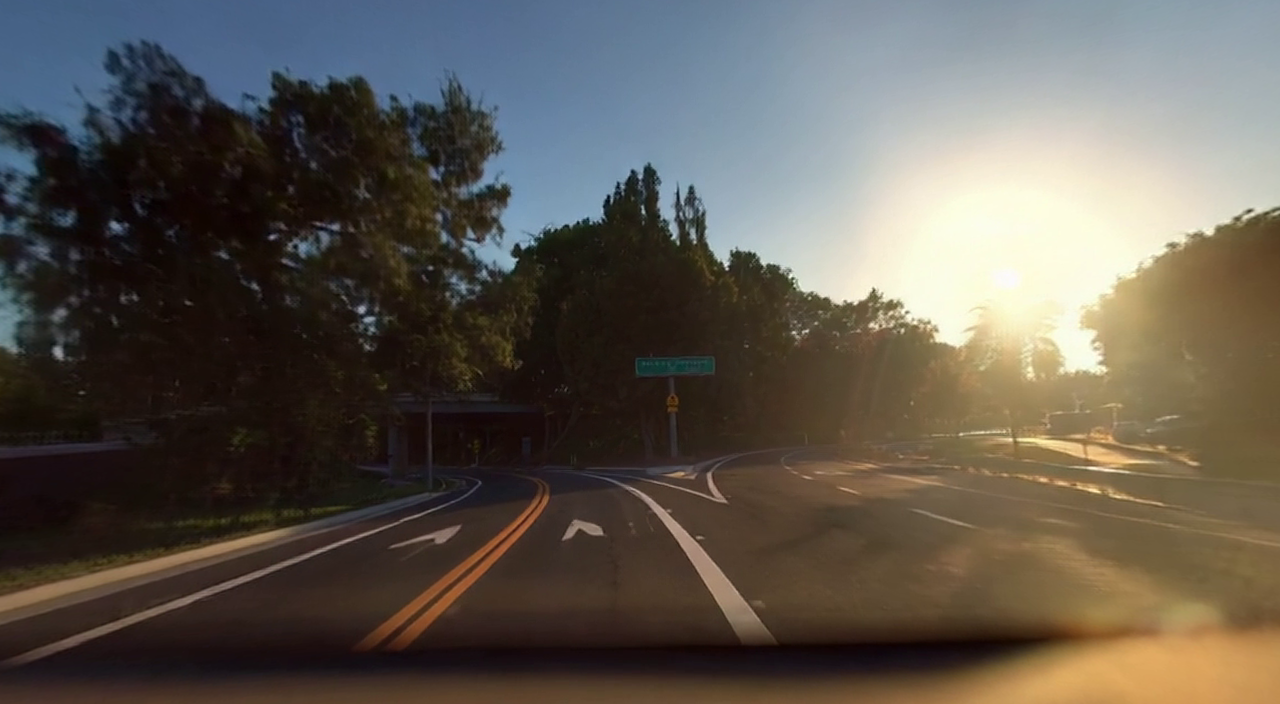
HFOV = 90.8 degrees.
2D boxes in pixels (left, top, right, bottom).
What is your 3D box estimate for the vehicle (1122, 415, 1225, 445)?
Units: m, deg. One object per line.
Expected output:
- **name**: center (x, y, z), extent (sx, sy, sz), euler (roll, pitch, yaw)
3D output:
- **vehicle**: center (30.661, 4.550, 36.507), extent (1.744, 1.459, 4.524), euler (8, -9, -9)
